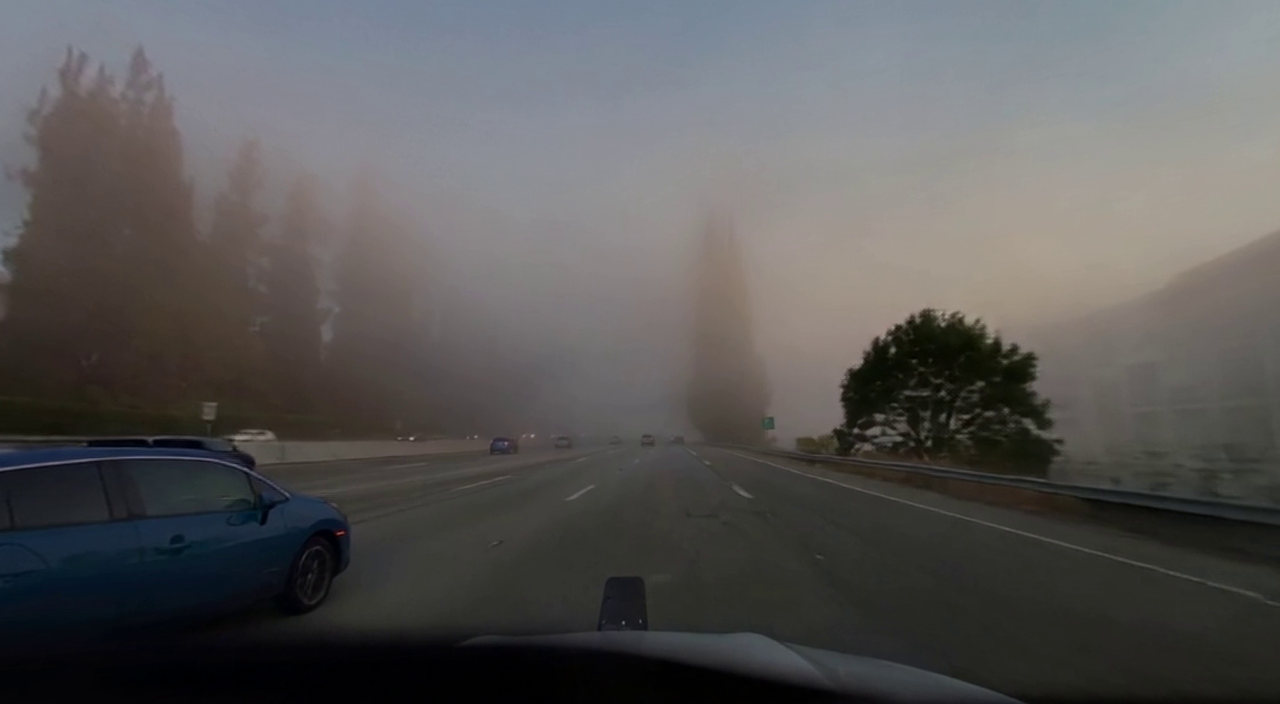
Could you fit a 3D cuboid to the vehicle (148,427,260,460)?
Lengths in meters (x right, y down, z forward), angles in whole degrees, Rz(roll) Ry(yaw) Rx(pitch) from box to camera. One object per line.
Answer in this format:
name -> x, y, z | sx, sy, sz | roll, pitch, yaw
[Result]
vehicle -> -26.587, 5.633, 38.811 | 2.173, 1.802, 6.102 | -1, -8, 5
